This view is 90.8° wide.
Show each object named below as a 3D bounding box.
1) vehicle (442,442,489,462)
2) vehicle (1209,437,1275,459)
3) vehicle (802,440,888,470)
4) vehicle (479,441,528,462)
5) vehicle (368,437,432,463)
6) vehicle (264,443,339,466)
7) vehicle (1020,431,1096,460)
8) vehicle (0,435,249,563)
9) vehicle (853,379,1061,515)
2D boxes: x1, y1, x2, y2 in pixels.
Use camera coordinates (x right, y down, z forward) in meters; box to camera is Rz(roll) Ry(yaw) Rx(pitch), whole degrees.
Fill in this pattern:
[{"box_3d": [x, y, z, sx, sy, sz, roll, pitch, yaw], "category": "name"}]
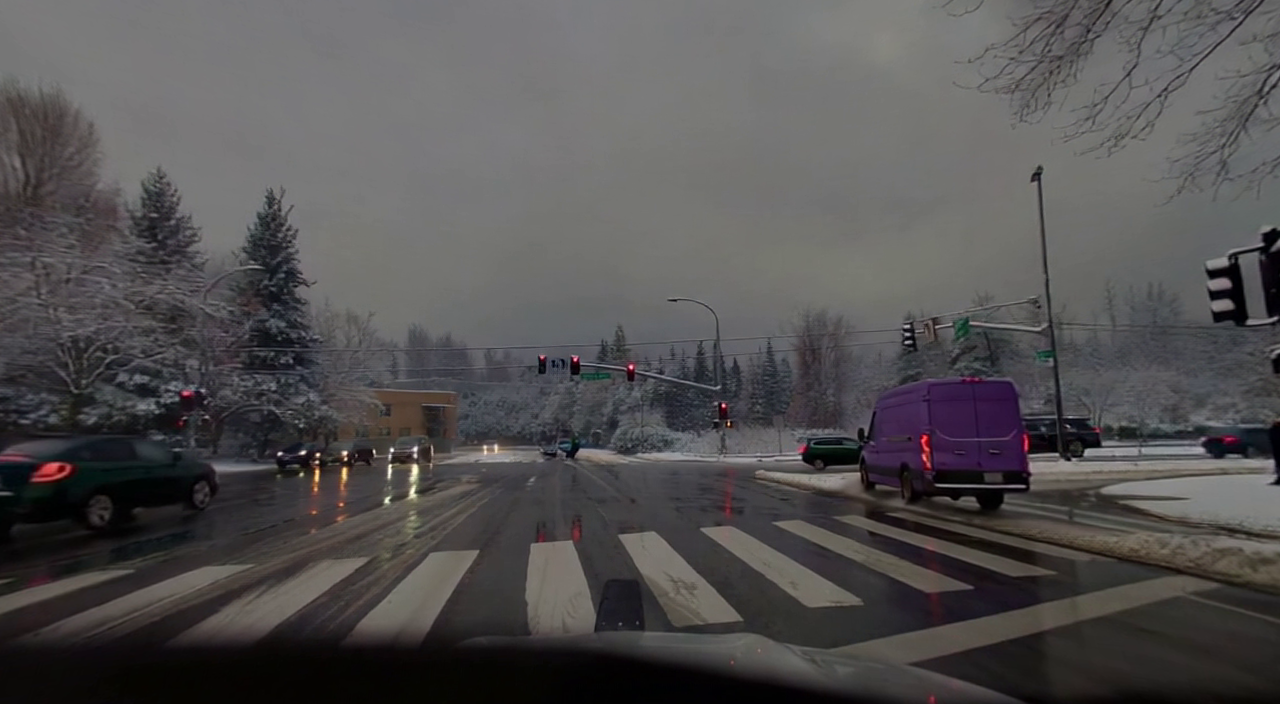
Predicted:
[{"box_3d": [-13.172, 7.595, 47.863, 1.845, 1.426, 4.289, -1, -9, 8], "category": "vehicle"}, {"box_3d": [41.770, 6.657, 43.810, 4.413, 1.485, 1.860, 4, -10, -28], "category": "vehicle"}, {"box_3d": [10.117, 5.137, 31.469, 3.909, 1.409, 1.907, -2, -9, 14], "category": "vehicle"}, {"box_3d": [-10.145, 7.463, 47.388, 2.097, 1.484, 4.596, -1, -9, 8], "category": "vehicle"}, {"box_3d": [-17.375, 7.151, 46.012, 2.189, 1.753, 4.785, -1, -9, 8], "category": "vehicle"}, {"box_3d": [-21.832, 6.640, 40.990, 1.859, 1.415, 4.591, -1, -9, 8], "category": "vehicle"}, {"box_3d": [28.140, 6.263, 42.504, 4.662, 1.840, 2.055, 4, -9, -26], "category": "vehicle"}, {"box_3d": [-7.802, 1.941, 9.314, 1.824, 1.414, 4.597, 2, -8, -10], "category": "vehicle"}, {"box_3d": [6.807, 2.157, 14.505, 2.332, 2.511, 5.326, -1, -9, 5], "category": "vehicle"}]
